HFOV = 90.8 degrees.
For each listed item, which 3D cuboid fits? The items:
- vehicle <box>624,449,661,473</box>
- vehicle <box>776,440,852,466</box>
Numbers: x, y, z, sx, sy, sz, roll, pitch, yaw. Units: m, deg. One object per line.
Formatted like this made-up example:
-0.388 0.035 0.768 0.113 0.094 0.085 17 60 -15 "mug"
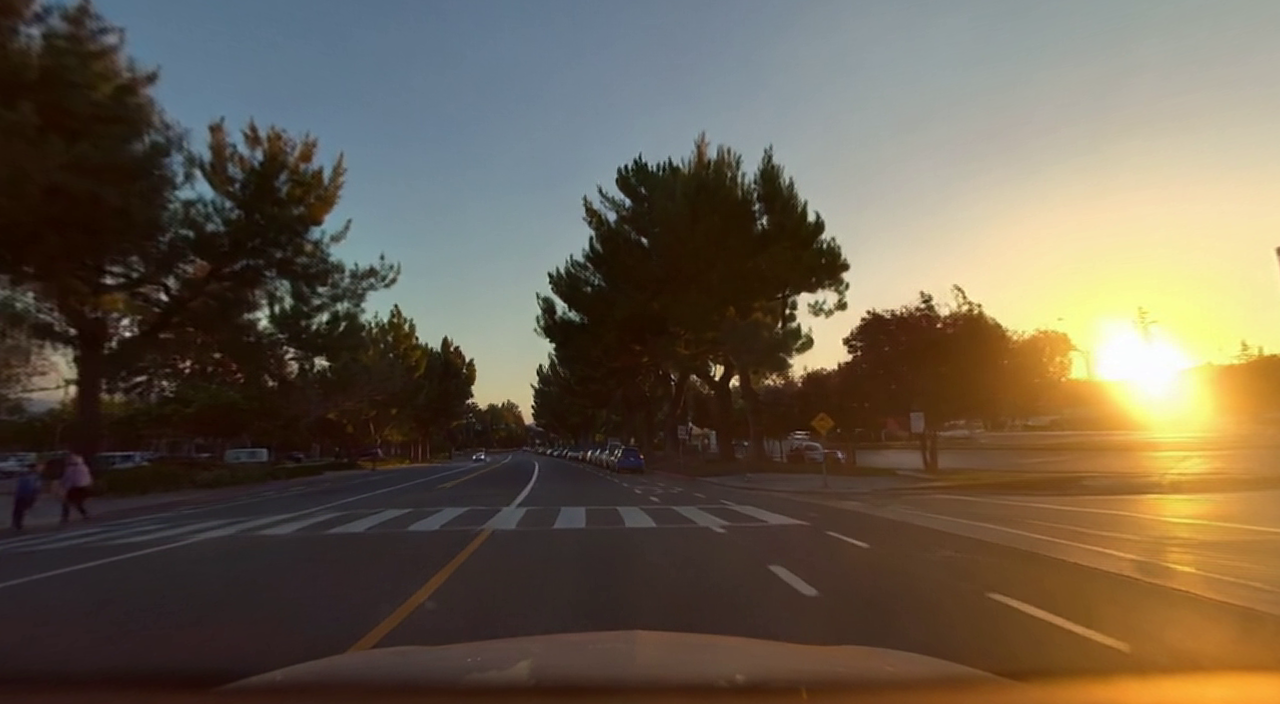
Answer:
0.113 7.445 43.259 1.866 1.492 4.093 1 -9 -9 "vehicle"
10.827 6.270 39.486 4.201 1.546 1.749 1 -8 -7 "vehicle"
